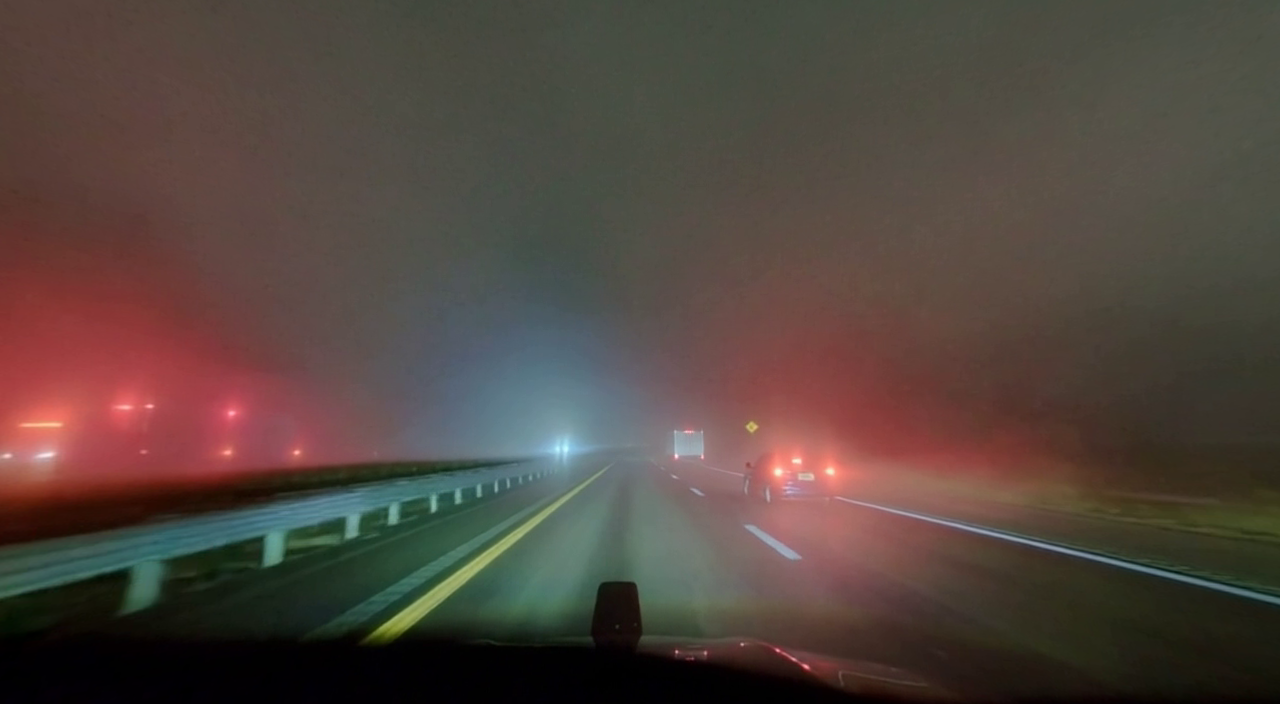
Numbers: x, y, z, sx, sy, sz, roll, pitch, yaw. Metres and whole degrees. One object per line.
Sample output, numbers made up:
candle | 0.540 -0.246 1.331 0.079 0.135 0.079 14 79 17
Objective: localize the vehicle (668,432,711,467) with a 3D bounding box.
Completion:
vehicle | 3.791 7.645 49.293 2.597 2.593 5.984 0 -9 -2

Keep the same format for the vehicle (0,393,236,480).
vehicle | -30.633 5.387 38.657 3.029 4.123 16.728 0 -9 -9

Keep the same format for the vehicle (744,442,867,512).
vehicle | 3.852 2.969 15.335 1.836 1.459 3.766 0 -9 -2
